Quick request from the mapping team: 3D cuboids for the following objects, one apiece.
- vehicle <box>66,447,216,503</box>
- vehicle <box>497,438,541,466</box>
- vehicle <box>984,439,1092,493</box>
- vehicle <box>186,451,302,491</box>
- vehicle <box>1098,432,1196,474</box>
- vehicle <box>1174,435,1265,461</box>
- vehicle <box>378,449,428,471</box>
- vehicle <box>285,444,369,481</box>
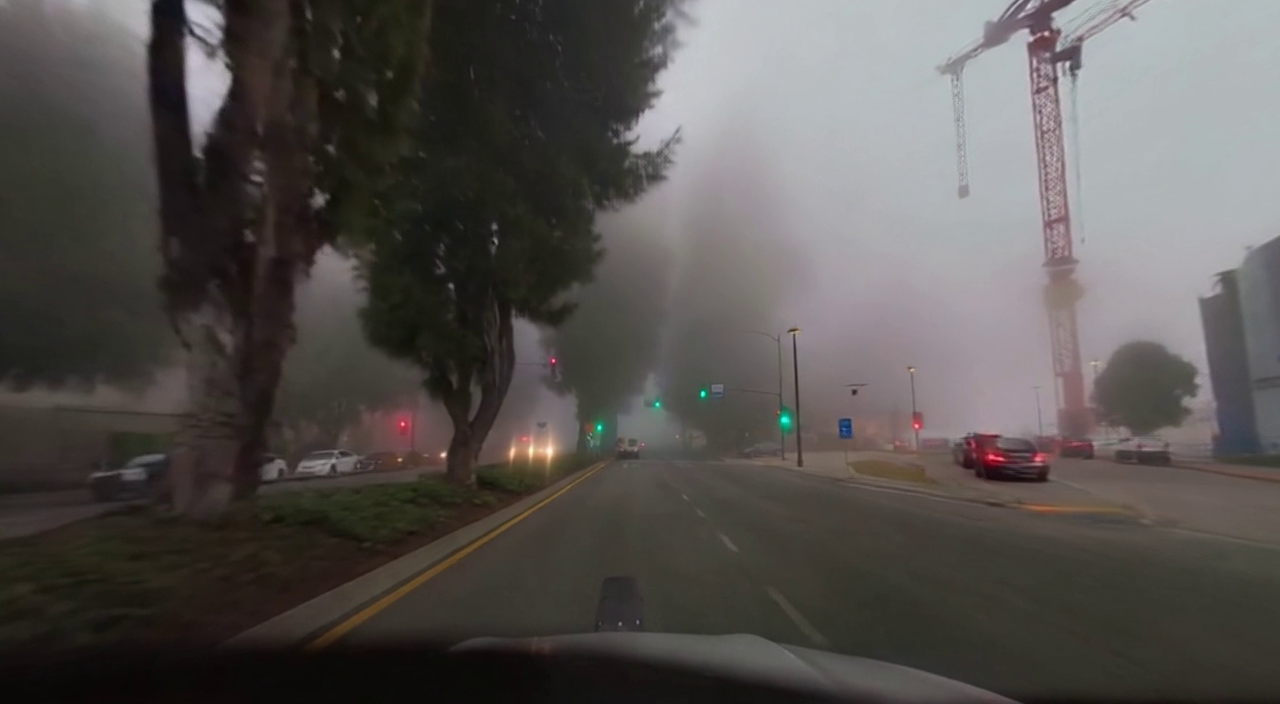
[{"bbox_3d":[-16.467,4.033,21.163,1.808,1.670,3.937,0,-9,-1],"label":"vehicle"},{"bbox_3d":[-8.962,7.418,47.150,2.227,1.956,4.978,0,-9,1],"label":"vehicle"},{"bbox_3d":[12.530,3.580,20.240,1.961,1.485,4.762,-3,-9,21],"label":"vehicle"},{"bbox_3d":[-16.449,4.934,26.585,1.780,1.493,4.703,0,-9,1],"label":"vehicle"},{"bbox_3d":[25.553,5.090,32.090,2.159,1.920,4.948,-3,-9,18],"label":"vehicle"},{"bbox_3d":[35.785,5.937,39.101,3.656,1.497,1.727,-3,-9,17],"label":"vehicle"},{"bbox_3d":[-16.664,7.617,44.698,1.804,1.467,4.489,0,-9,0],"label":"vehicle"},{"bbox_3d":[-16.366,5.787,33.365,2.070,1.774,4.549,0,-9,0],"label":"vehicle"}]
